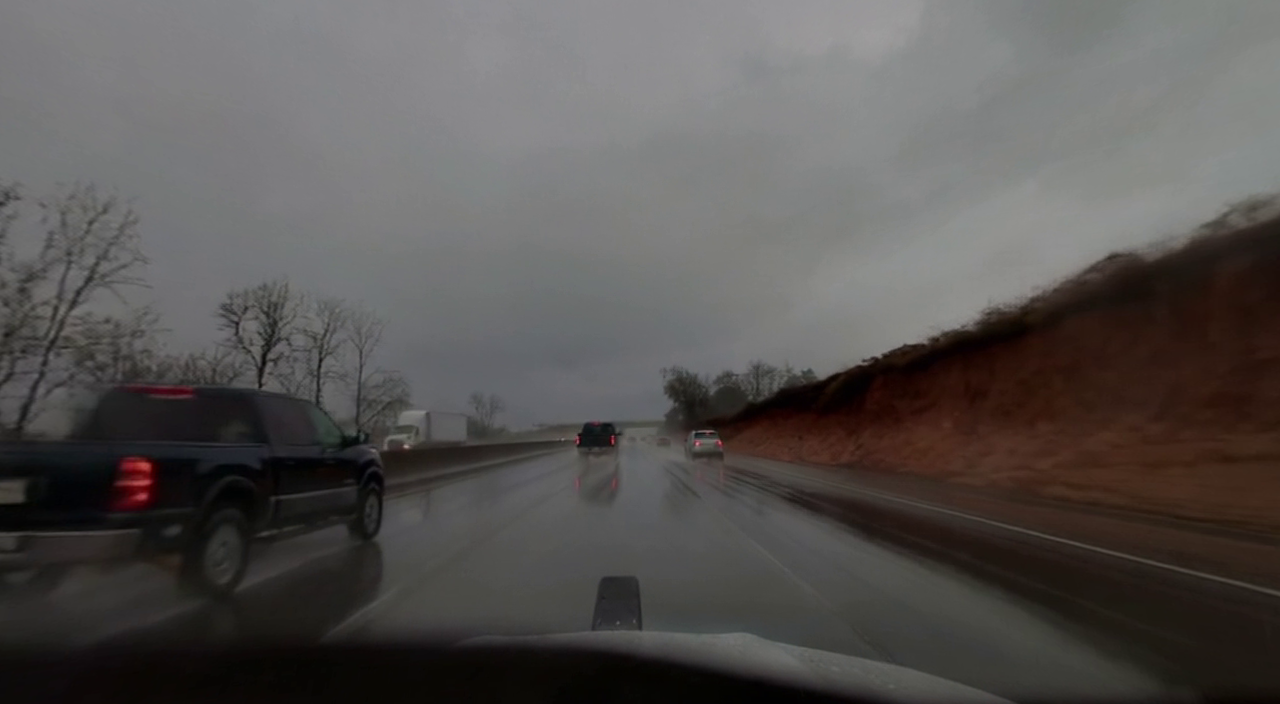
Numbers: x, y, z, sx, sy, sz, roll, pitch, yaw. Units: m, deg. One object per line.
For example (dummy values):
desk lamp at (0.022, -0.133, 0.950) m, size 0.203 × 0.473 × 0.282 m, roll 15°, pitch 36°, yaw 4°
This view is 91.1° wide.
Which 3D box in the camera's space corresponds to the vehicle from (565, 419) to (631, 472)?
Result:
vehicle at (-1.443, 3.465, 23.548) m, size 2.185 × 1.772 × 4.656 m, roll 0°, pitch -8°, yaw 0°

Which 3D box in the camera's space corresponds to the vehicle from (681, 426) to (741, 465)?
vehicle at (3.220, 4.341, 29.400) m, size 2.124 × 1.696 × 4.173 m, roll 0°, pitch -8°, yaw -2°

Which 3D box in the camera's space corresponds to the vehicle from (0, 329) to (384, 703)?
vehicle at (-3.870, 1.007, 4.790) m, size 1.997 × 1.663 × 4.451 m, roll 0°, pitch -8°, yaw -1°
